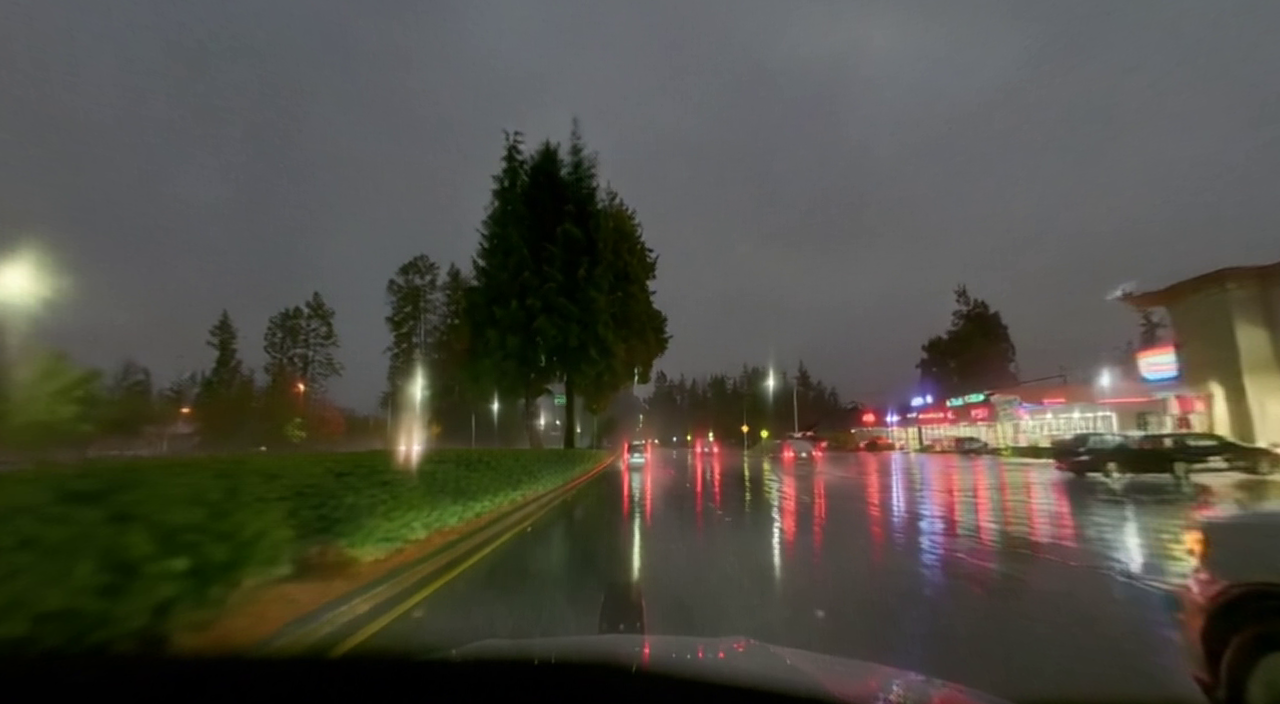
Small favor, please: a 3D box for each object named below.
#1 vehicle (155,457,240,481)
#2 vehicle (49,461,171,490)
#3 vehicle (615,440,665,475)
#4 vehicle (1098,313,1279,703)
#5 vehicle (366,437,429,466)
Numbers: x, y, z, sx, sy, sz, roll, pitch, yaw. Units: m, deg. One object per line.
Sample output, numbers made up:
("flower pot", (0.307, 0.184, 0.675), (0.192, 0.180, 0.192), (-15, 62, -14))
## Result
("vehicle", (-30.128, 7.977, 43.078), (4.309, 1.468, 2.014), (-1, -9, 2))
("vehicle", (-29.170, 6.791, 34.883), (4.702, 1.471, 2.215), (0, -8, 0))
("vehicle", (-0.027, 4.708, 28.491), (2.126, 1.475, 3.967), (0, -8, -1))
("vehicle", (3.178, 0.512, 0.621), (2.110, 1.698, 4.397), (0, -8, 0))
("vehicle", (-17.029, 7.028, 44.691), (2.195, 1.911, 5.549), (0, -8, 0))
